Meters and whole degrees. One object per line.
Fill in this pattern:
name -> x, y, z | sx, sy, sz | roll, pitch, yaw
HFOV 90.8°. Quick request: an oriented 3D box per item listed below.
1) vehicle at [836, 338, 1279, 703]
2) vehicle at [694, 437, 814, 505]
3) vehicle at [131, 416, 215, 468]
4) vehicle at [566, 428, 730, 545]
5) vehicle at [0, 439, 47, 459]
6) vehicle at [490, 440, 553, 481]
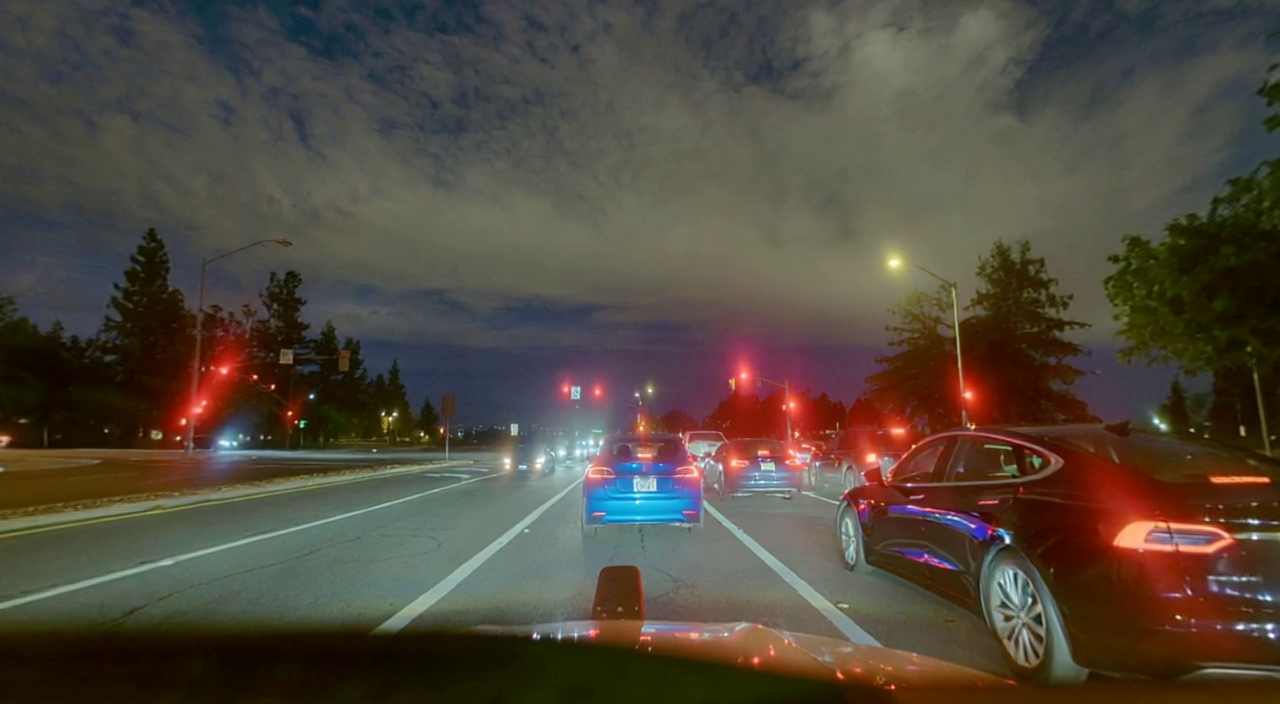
vehicle -> 3.186, 1.106, 4.302 | 2.167, 1.676, 4.443 | 0, -8, -1
vehicle -> 2.694, 2.929, 16.034 | 2.058, 1.466, 4.208 | 0, -8, -3
vehicle -> -29.271, 5.640, 39.701 | 2.608, 2.990, 3.026 | 2, -8, 2
vehicle -> 0.027, 2.081, 10.467 | 2.147, 1.499, 4.240 | 0, -8, -2
vehicle -> -48.295, 7.360, 47.975 | 4.418, 1.415, 1.941 | 0, -8, -1
vehicle -> -4.627, 4.286, 25.250 | 1.972, 1.457, 4.171 | 0, -8, -4
